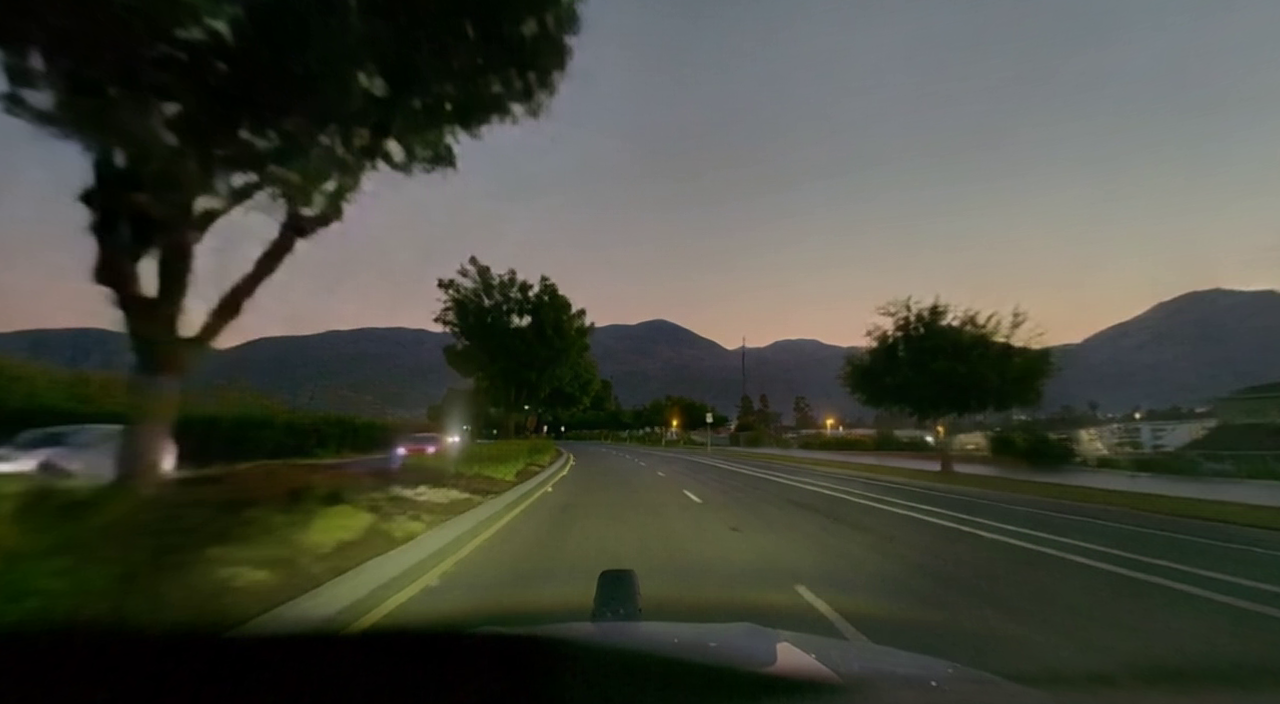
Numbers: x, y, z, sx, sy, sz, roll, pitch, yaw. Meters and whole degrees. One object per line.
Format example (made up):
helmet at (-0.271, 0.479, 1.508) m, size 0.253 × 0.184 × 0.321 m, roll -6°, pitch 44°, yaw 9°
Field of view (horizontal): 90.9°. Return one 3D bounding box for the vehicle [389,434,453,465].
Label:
vehicle at (-11.090, 4.967, 32.204) m, size 2.055 × 1.471 × 4.317 m, roll 1°, pitch -8°, yaw -5°

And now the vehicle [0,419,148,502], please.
vehicle at (-13.369, 2.357, 13.887) m, size 1.809 × 1.592 × 4.060 m, roll 0°, pitch -8°, yaw -1°
